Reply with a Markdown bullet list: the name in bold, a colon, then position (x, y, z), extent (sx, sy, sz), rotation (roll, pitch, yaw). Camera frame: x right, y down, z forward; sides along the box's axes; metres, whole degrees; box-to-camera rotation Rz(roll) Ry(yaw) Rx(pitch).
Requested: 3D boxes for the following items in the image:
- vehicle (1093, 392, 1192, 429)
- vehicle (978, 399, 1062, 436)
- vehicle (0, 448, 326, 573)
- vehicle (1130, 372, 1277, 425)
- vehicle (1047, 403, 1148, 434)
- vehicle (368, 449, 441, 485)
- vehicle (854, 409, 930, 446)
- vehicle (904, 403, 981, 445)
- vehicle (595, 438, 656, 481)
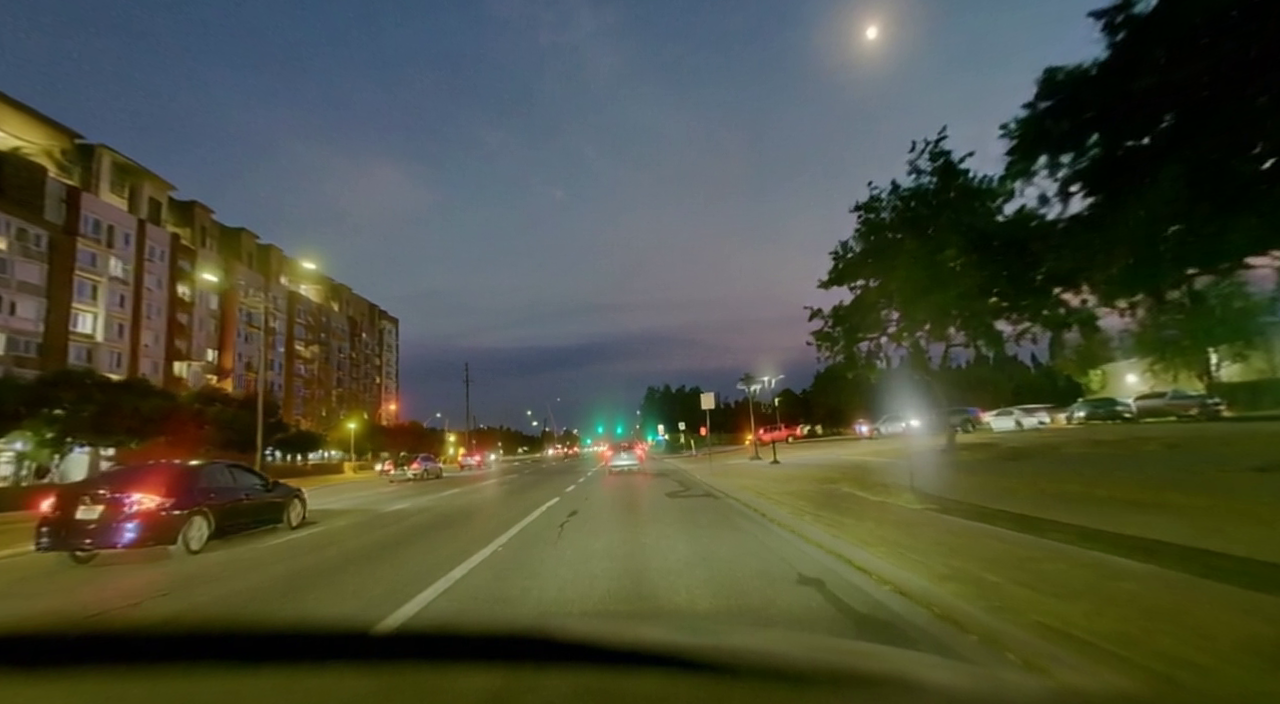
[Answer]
- **vehicle**: position (31.771, 3.796, 40.203), extent (2.074, 1.749, 4.957), rotation (0, -13, -1)
- **vehicle**: position (23.638, 4.143, 39.499), extent (2.118, 1.724, 4.361), rotation (-8, -8, -5)
- **vehicle**: position (-7.016, 2.234, 9.834), extent (1.906, 1.449, 4.576), rotation (0, -8, 0)
- **vehicle**: position (34.726, 3.019, 39.364), extent (2.608, 2.389, 6.582), rotation (-9, -8, -3)
- **vehicle**: position (28.982, 4.203, 40.127), extent (4.753, 1.730, 1.882), rotation (-3, -3, 10)
- **vehicle**: position (-10.849, 5.308, 29.452), extent (2.024, 1.484, 4.592), rotation (1, -9, -5)
- **vehicle**: position (15.447, 4.774, 39.126), extent (2.395, 2.028, 5.135), rotation (1, -9, -2)
- **vehicle**: position (18.230, 4.424, 38.349), extent (2.002, 2.015, 4.254), rotation (-8, -8, -6)
- **vehicle**: position (-0.573, 4.016, 23.896), extent (2.099, 1.469, 4.389), rotation (1, -8, -2)
